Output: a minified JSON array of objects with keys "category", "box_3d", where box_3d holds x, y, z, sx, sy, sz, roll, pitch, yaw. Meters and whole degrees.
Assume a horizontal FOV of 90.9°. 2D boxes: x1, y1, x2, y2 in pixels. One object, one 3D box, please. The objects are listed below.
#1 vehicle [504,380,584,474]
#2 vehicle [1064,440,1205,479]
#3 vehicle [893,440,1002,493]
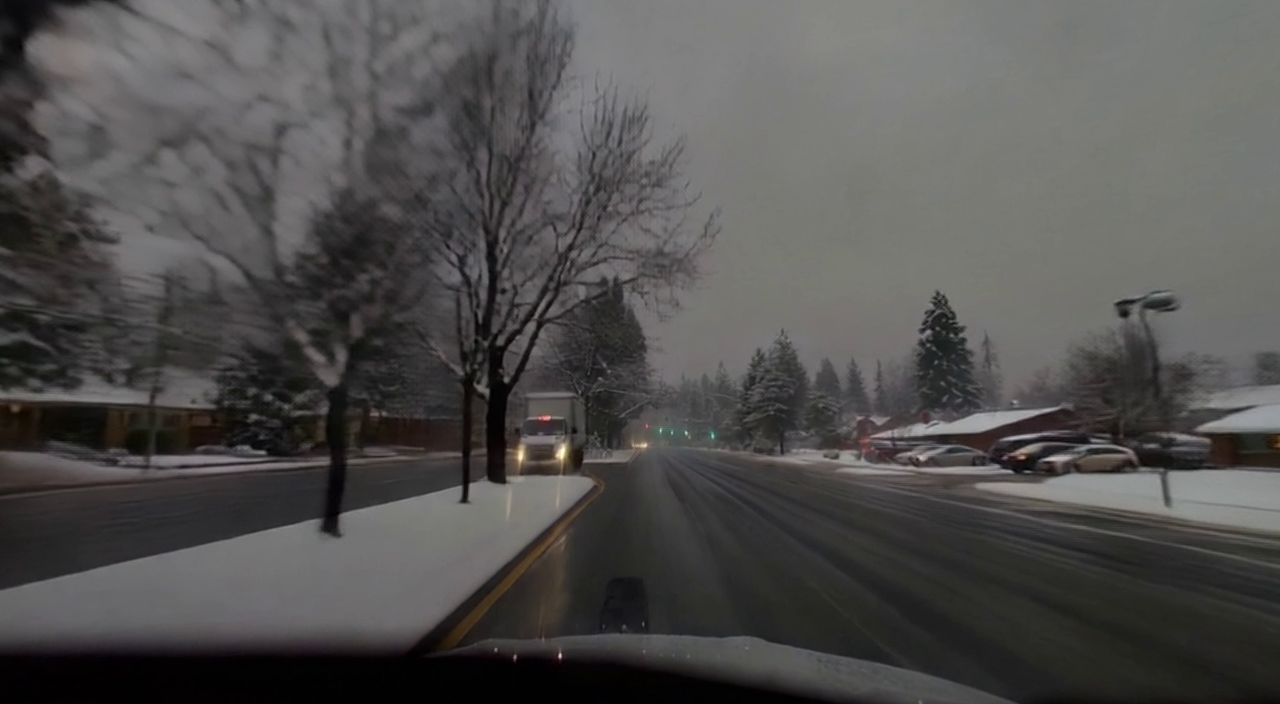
[{"category":"vehicle","box_3d":[-4.008,3.268,27.263,3.008,3.786,3.422,0,-8,-2]},{"category":"vehicle","box_3d":[22.421,4.858,28.749,4.570,1.521,2.029,1,-8,7]},{"category":"vehicle","box_3d":[11.324,4.204,23.612,1.976,1.780,4.352,0,-8,1]}]
